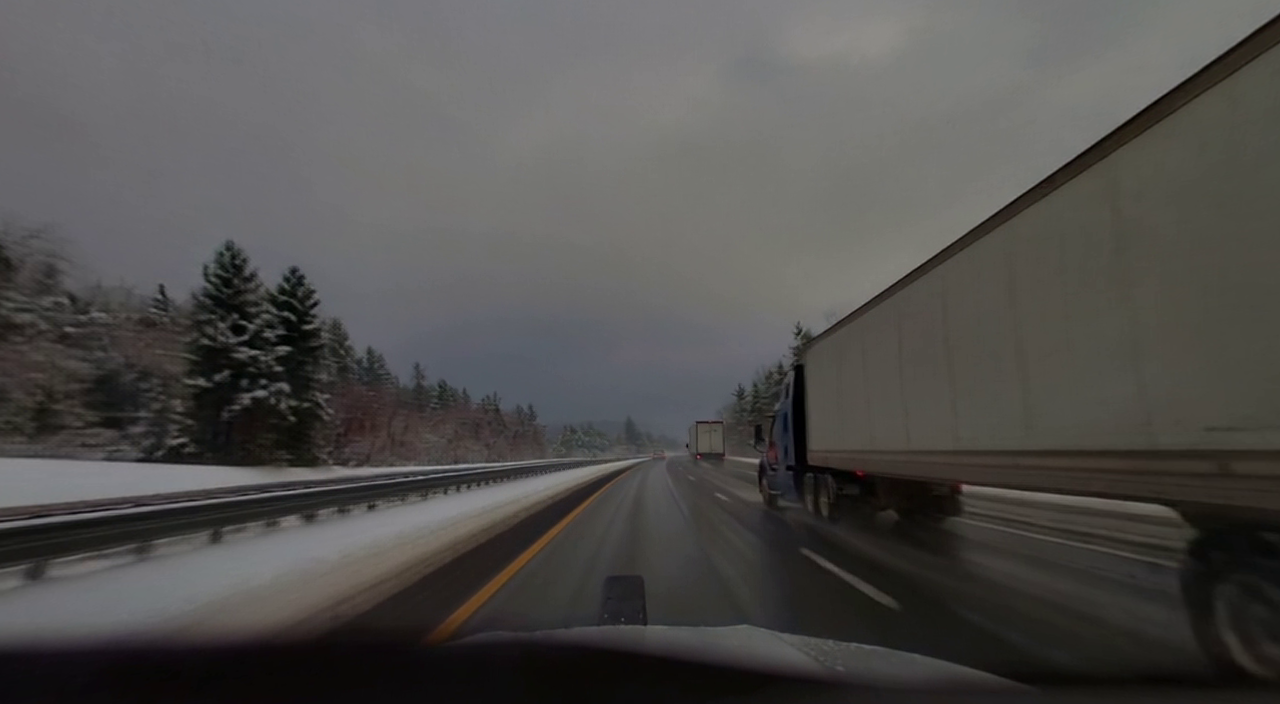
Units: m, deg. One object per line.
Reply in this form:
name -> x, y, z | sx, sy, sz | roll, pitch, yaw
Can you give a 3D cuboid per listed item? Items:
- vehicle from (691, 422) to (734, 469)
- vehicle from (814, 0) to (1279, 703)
vehicle -> 5.494, 7.295, 48.948 | 2.682, 3.349, 7.138 | 0, -9, 2
vehicle -> 4.309, 0.228, 4.205 | 2.866, 3.558, 11.674 | 0, -9, -1
